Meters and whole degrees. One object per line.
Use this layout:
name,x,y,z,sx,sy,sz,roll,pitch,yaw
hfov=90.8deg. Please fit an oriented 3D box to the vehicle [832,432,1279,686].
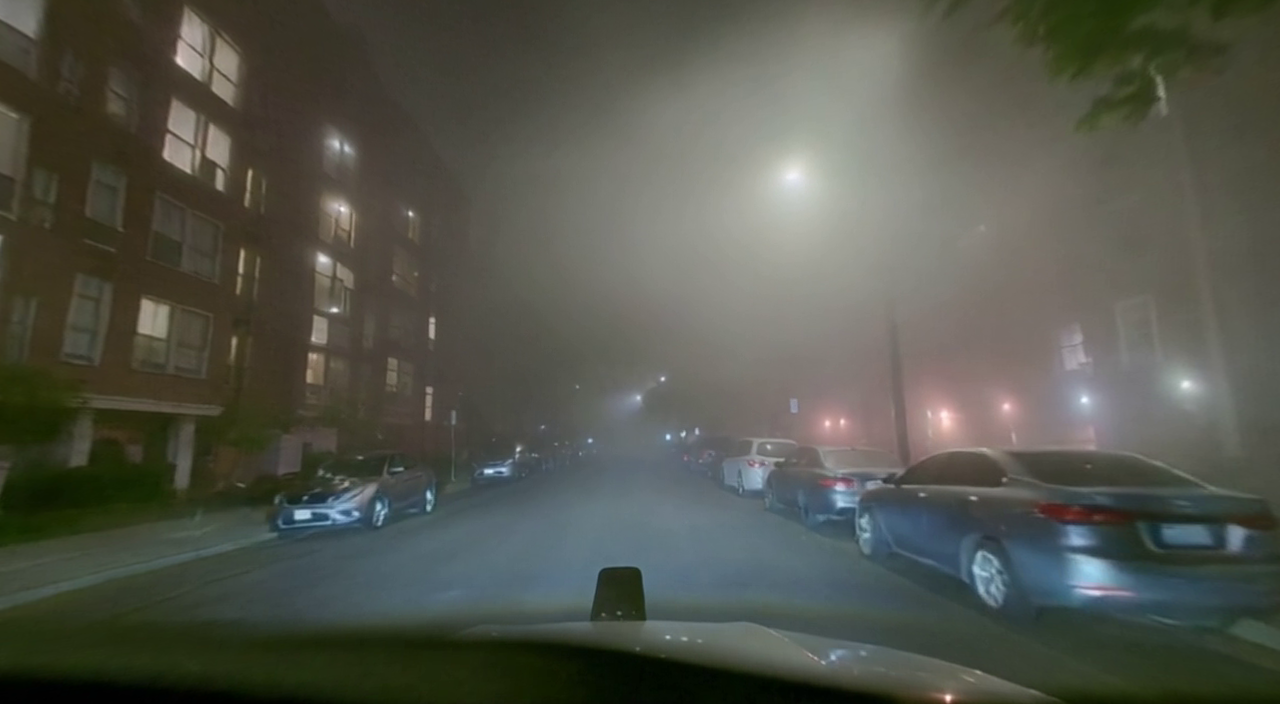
vehicle,3.628,1.564,6.140,1.881,1.460,4.737,0,-8,-2

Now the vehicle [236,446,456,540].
vehicle,-5.299,2.559,12.265,2.080,1.458,4.511,0,-8,0

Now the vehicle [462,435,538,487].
vehicle,-5.512,4.324,25.526,2.069,1.881,4.697,0,-8,-1
